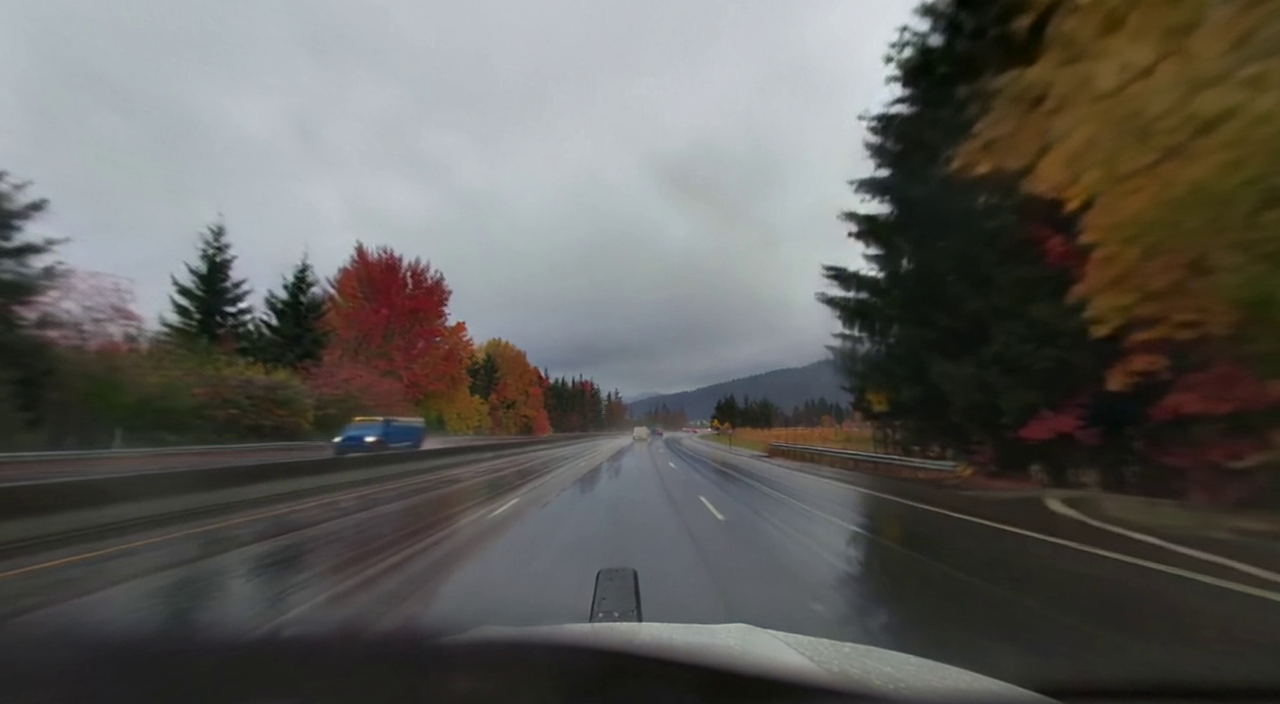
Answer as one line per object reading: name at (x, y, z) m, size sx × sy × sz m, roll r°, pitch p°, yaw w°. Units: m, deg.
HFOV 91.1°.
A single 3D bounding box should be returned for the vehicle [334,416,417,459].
vehicle at (-14.652, 4.802, 35.178) m, size 2.359 × 2.212 × 4.973 m, roll 0°, pitch -8°, yaw 2°
